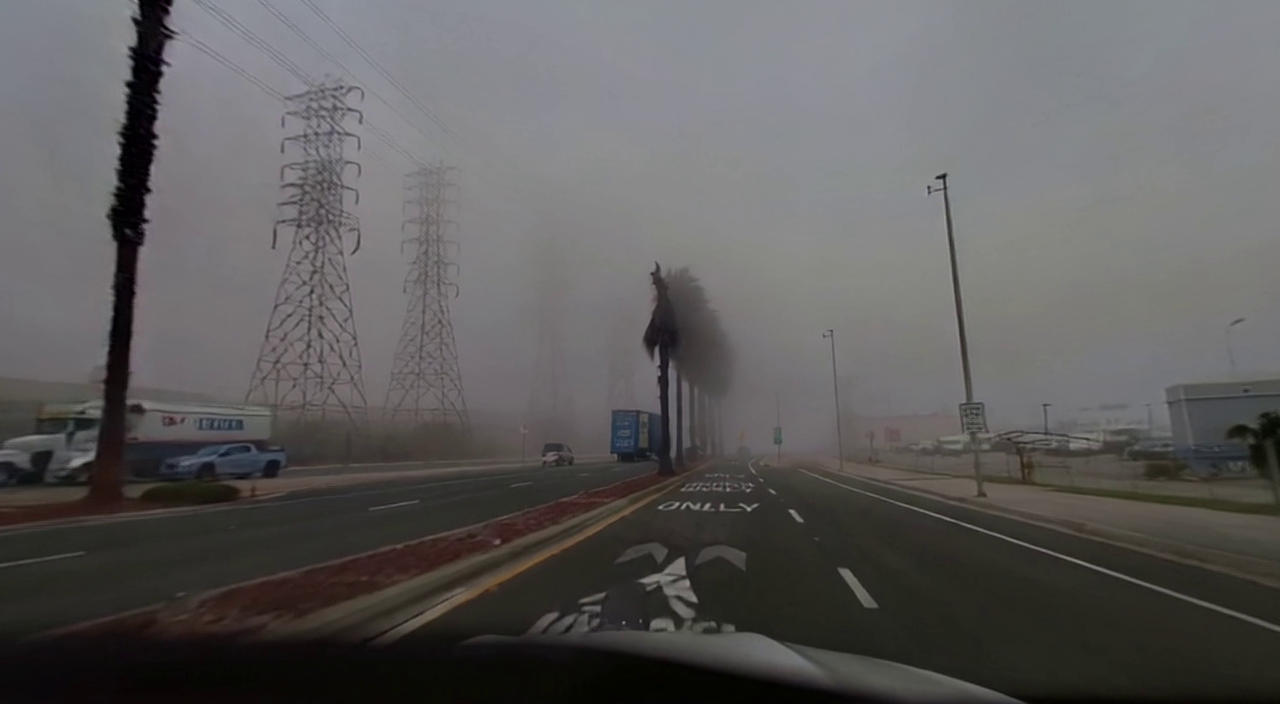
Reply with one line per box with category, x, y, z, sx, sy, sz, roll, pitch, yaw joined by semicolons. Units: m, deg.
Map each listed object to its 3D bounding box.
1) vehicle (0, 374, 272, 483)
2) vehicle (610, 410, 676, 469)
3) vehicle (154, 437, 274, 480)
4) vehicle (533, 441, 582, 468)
vehicle;-21.731;3.675;28.134;2.907;3.760;11.193;-4;-10;6
vehicle;0.483;6.808;48.554;2.903;3.933;11.567;-2;-9;11
vehicle;-18.280;4.557;27.363;1.751;1.639;4.434;-3;-8;7
vehicle;-6.320;7.909;49.014;2.266;1.950;5.866;-1;-9;8
